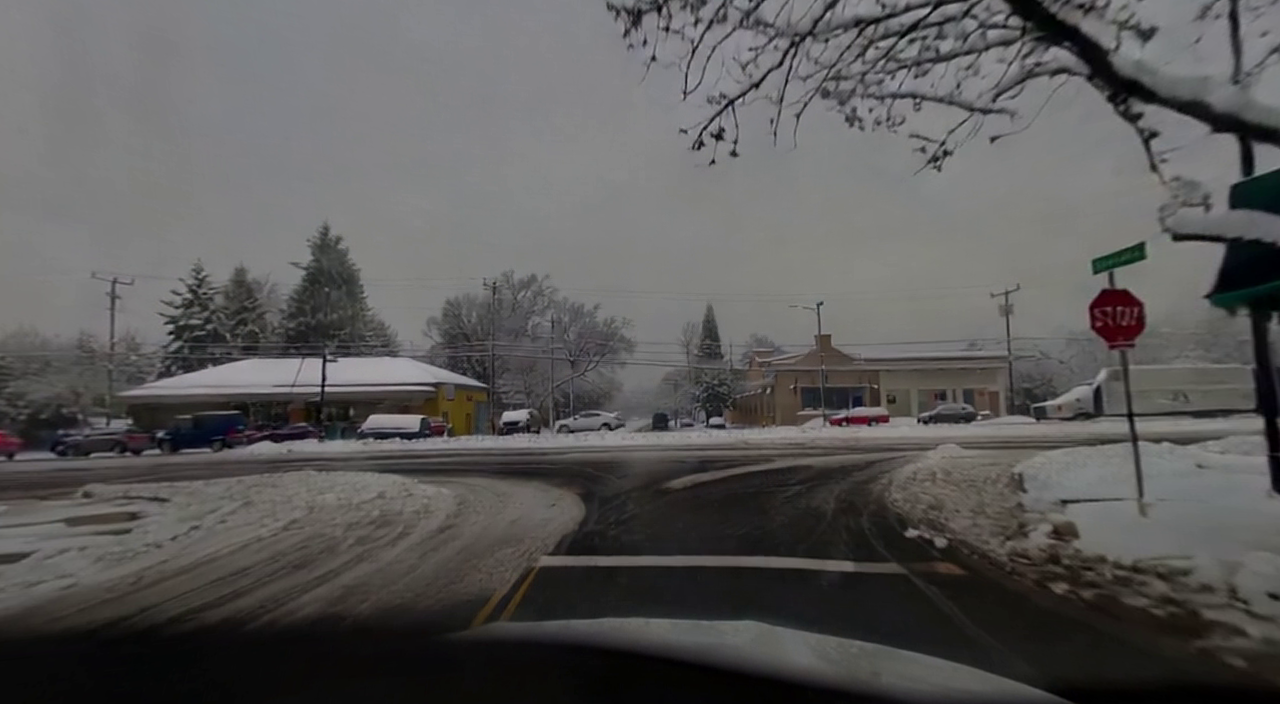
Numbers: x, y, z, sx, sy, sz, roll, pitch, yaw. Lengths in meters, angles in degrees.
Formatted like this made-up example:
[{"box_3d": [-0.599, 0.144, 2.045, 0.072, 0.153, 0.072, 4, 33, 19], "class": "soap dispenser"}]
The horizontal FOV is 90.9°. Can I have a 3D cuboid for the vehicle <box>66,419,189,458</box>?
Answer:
[{"box_3d": [-25.246, 4.290, 31.110, 4.696, 1.801, 1.948, -2, -9, 10], "class": "vehicle"}]

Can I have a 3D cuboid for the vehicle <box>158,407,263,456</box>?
[{"box_3d": [-20.758, 3.883, 30.549, 3.506, 2.261, 2.158, -1, -9, 8], "class": "vehicle"}]

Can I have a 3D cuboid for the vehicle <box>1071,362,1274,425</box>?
[{"box_3d": [34.655, 2.765, 41.237, 10.986, 3.604, 2.707, -2, -7, -4], "class": "vehicle"}]

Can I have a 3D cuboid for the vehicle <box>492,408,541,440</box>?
[{"box_3d": [-7.288, 4.364, 37.755, 2.156, 1.620, 4.945, 3, -9, -3], "class": "vehicle"}]

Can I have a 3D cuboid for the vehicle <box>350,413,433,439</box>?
[{"box_3d": [-16.234, 4.906, 41.373, 2.010, 1.583, 4.582, -6, -11, 36], "class": "vehicle"}]

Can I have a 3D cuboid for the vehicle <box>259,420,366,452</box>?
[{"box_3d": [-15.514, 3.999, 29.951, 4.233, 1.432, 1.755, -2, -9, 8], "class": "vehicle"}]
